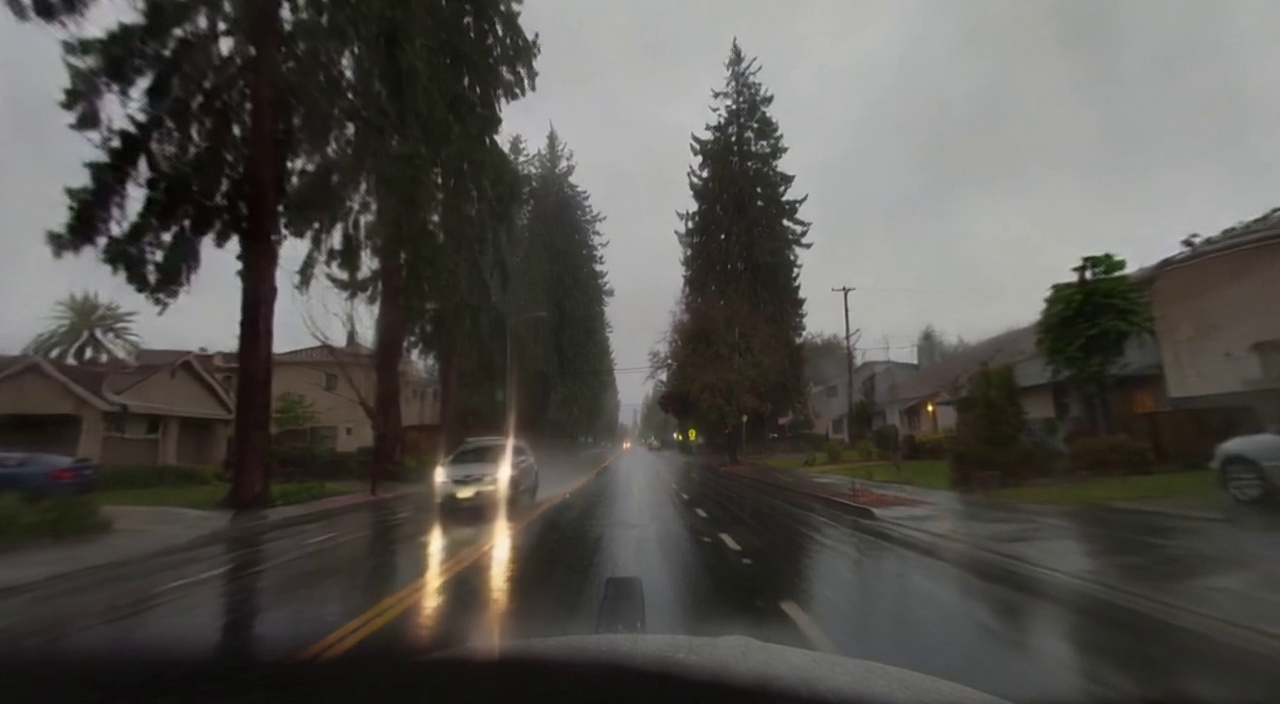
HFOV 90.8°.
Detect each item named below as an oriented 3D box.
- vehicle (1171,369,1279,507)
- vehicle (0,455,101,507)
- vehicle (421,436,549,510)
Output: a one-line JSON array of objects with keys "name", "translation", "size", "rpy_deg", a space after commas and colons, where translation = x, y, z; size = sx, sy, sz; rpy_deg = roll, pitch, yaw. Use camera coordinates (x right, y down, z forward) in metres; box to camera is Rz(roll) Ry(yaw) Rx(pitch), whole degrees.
[{"name": "vehicle", "translation": [10.775, 1.134, 8.465], "size": [2.305, 2.042, 5.711], "rpy_deg": [0, -8, 0]}, {"name": "vehicle", "translation": [-19.401, 3.841, 19.003], "size": [4.459, 1.432, 1.979], "rpy_deg": [0, -9, -2]}, {"name": "vehicle", "translation": [-3.869, 3.106, 16.675], "size": [2.208, 1.663, 4.326], "rpy_deg": [0, -8, 1]}]
